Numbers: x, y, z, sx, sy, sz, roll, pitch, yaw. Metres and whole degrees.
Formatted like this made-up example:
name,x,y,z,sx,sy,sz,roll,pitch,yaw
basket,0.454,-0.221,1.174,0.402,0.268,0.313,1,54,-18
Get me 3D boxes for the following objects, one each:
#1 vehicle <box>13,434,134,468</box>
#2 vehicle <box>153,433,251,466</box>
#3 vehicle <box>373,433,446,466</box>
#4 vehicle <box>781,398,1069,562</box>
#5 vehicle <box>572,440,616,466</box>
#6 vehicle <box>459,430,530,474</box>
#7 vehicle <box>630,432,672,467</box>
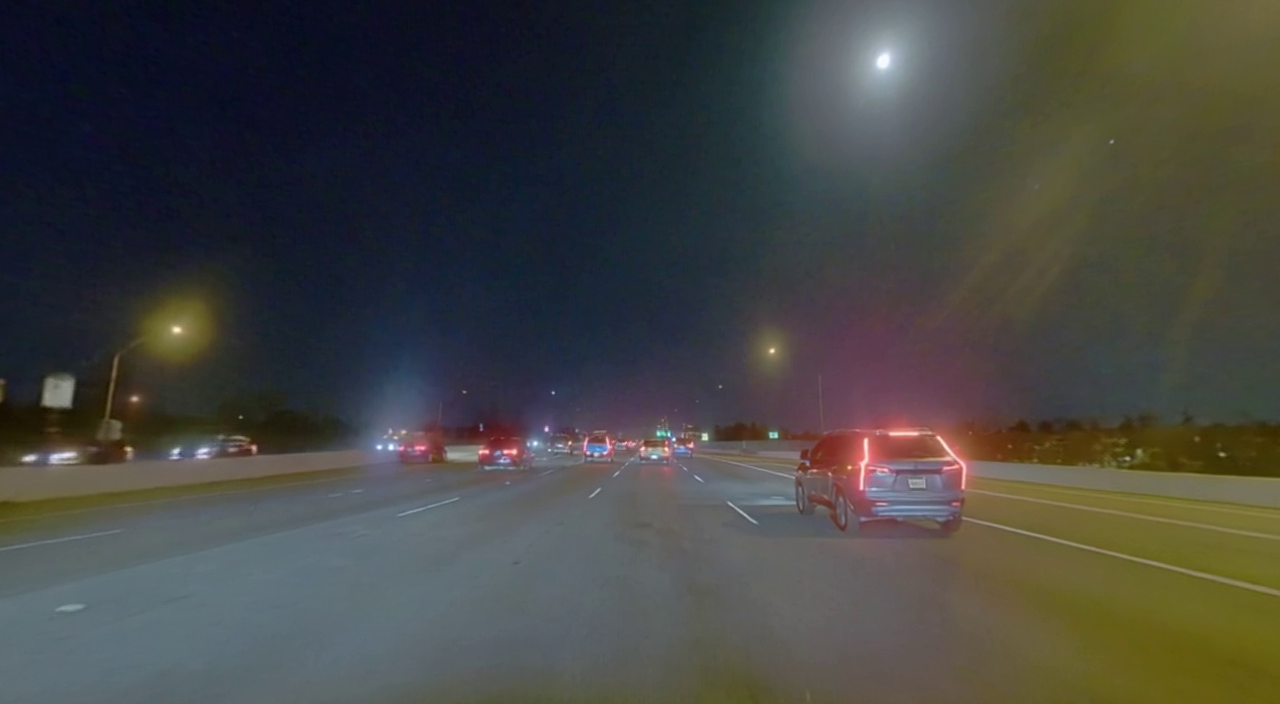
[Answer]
name,x,y,z,sx,sy,sz,roll,pitch,yaw
vehicle,-30.767,5.397,34.492,2.006,1.734,4.849,0,-8,1
vehicle,-23.547,5.274,34.142,1.997,1.665,4.414,0,-8,2
vehicle,-12.597,5.372,34.876,2.076,1.701,5.093,0,-8,0
vehicle,3.708,1.766,9.422,2.083,1.823,4.627,0,-8,-1
vehicle,-2.615,5.832,36.716,2.205,1.406,4.286,0,-8,1
vehicle,-6.047,4.187,26.641,1.946,1.688,4.019,0,-8,1
vehicle,0.594,5.182,33.641,2.133,1.739,3.925,0,-8,1
